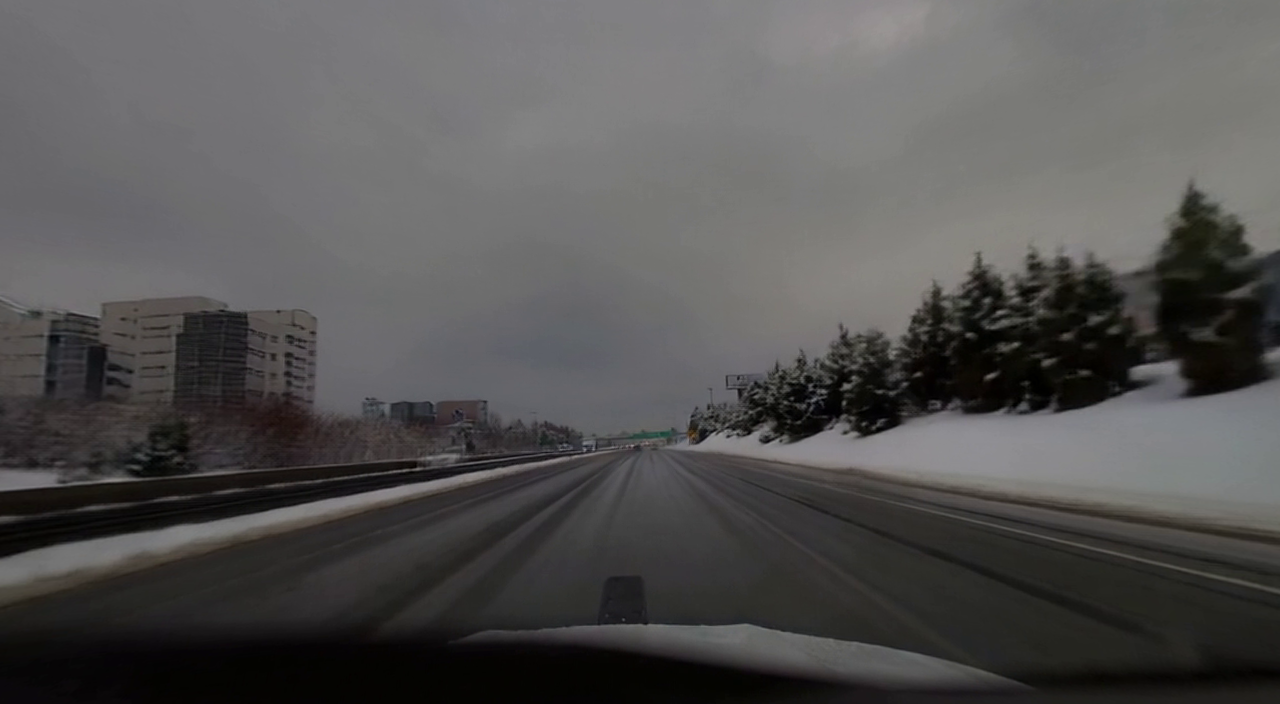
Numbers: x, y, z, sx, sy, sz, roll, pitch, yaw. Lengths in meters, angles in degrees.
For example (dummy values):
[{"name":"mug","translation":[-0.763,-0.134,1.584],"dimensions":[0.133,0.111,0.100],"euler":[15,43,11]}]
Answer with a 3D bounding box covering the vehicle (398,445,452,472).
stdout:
[{"name":"vehicle","translation":[-14.422,7.147,42.642],"dimensions":[1.936,1.715,4.646],"euler":[0,-8,1]}]
